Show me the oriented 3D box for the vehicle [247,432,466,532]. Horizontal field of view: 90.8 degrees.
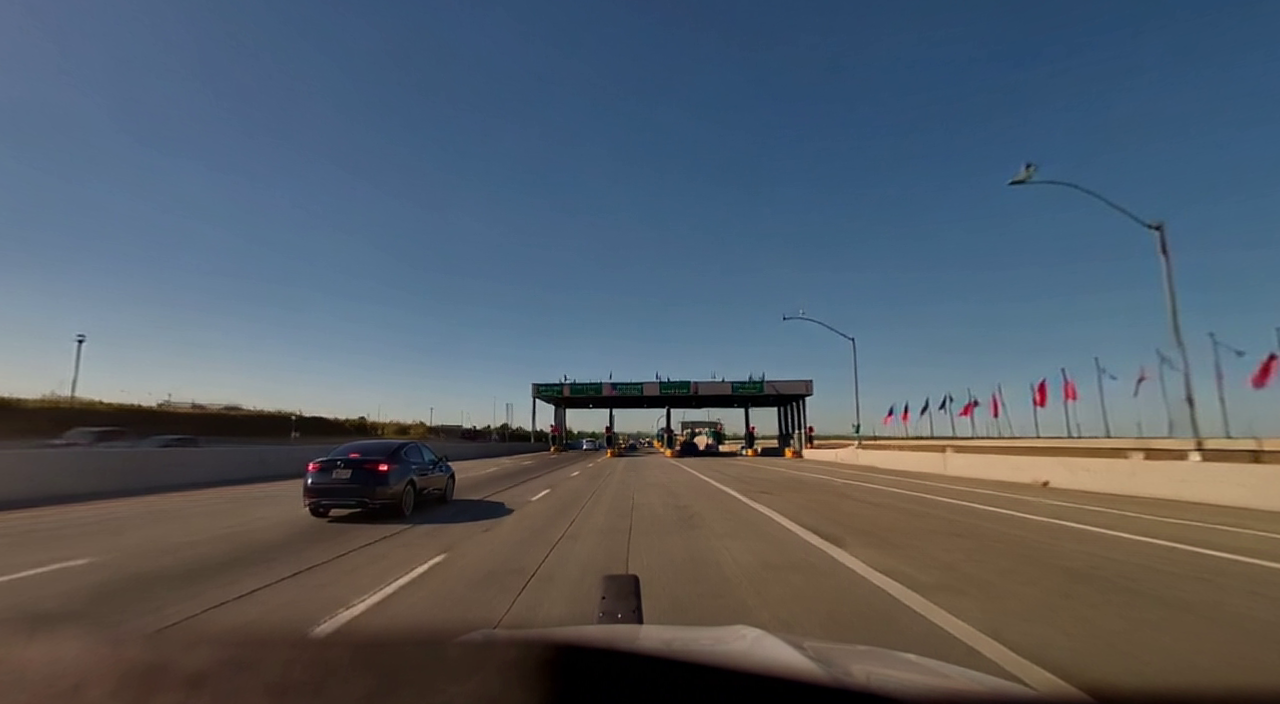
[{"bbox_3d":[-4.821,2.251,11.597,1.981,1.465,4.334,0,-8,0],"label":"vehicle"}]
